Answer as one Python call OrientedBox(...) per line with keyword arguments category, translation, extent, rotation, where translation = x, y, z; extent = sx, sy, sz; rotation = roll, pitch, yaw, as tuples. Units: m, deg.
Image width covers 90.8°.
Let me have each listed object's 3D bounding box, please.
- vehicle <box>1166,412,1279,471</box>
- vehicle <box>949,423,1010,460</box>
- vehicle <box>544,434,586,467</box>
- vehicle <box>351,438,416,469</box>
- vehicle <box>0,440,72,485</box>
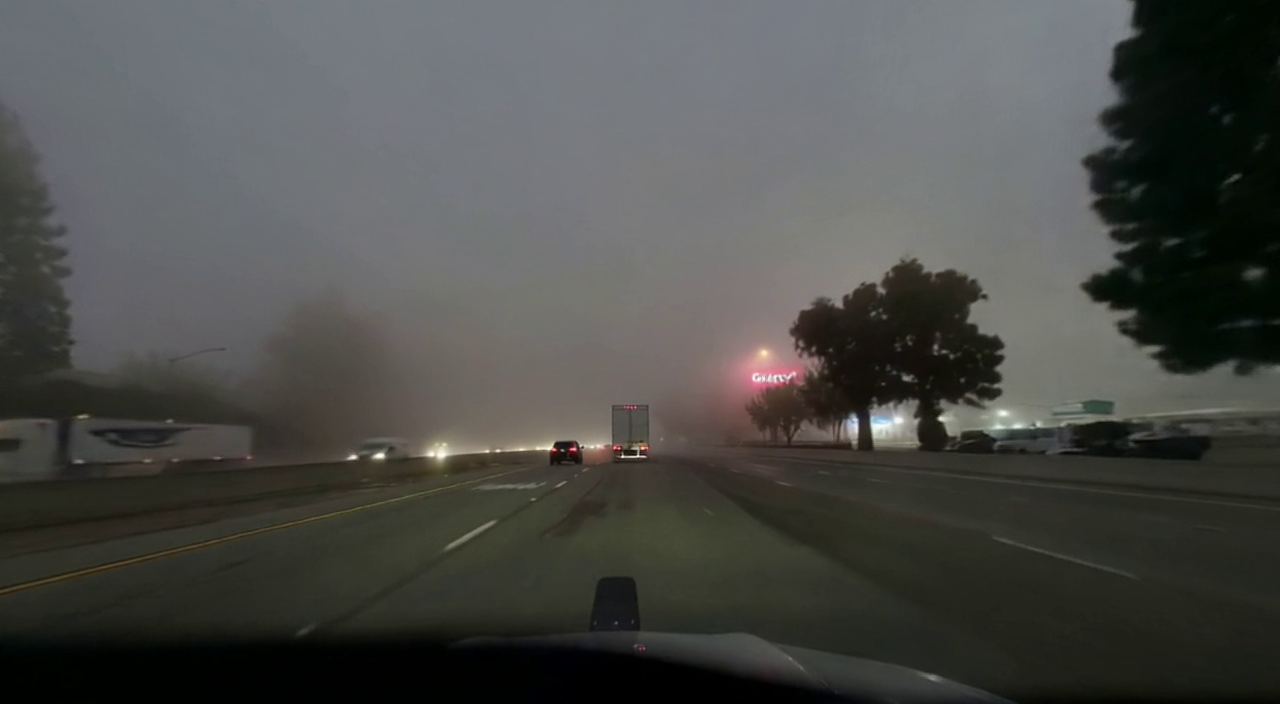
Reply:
OrientedBox(category="vehicle", translation=(33.840, 5.029, 36.102), extent=(6.921, 3.077, 2.698), rotation=(2, -9, -24))
OrientedBox(category="vehicle", translation=(26.108, 6.896, 48.864), extent=(2.193, 2.640, 5.959), rotation=(-1, -8, 9))
OrientedBox(category="vehicle", translation=(-4.615, 6.155, 39.637), extent=(2.095, 1.930, 4.680), rotation=(0, -8, 0))
OrientedBox(category="vehicle", translation=(-16.442, 6.509, 40.850), extent=(2.162, 1.862, 5.326), rotation=(0, -8, -3))
OrientedBox(category="vehicle", translation=(-45.763, 7.855, 45.212), extent=(2.684, 3.094, 7.583), rotation=(-1, -8, 5))
